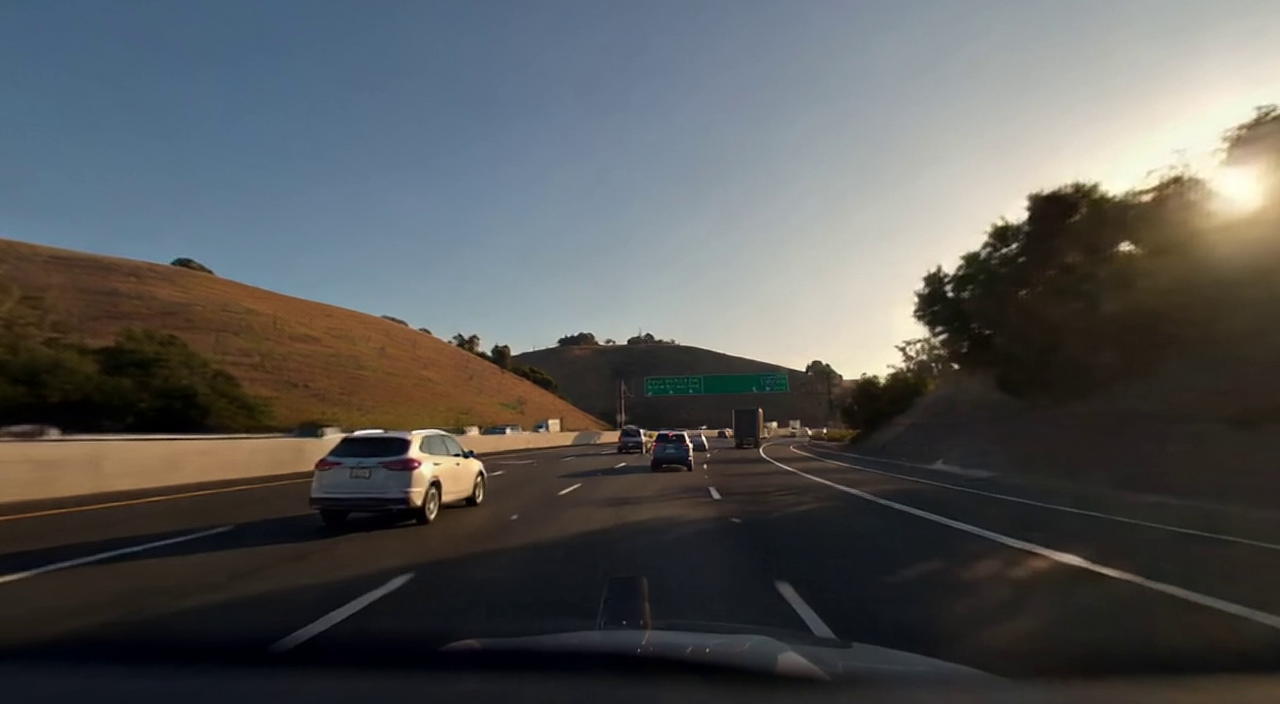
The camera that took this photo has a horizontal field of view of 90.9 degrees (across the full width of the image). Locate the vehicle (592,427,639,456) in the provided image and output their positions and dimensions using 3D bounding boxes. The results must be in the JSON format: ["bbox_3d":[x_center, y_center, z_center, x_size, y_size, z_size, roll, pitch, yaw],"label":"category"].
[{"bbox_3d":[-1.456,5.573,39.289,2.194,1.702,4.305,-1,-8,7],"label":"vehicle"}]

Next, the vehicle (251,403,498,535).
[{"bbox_3d":[-3.964,1.836,10.475,2.077,1.712,4.406,0,-8,1],"label":"vehicle"}]

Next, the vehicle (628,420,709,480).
[{"bbox_3d":[1.006,3.320,21.588,2.484,1.820,4.497,-1,-8,4],"label":"vehicle"}]
